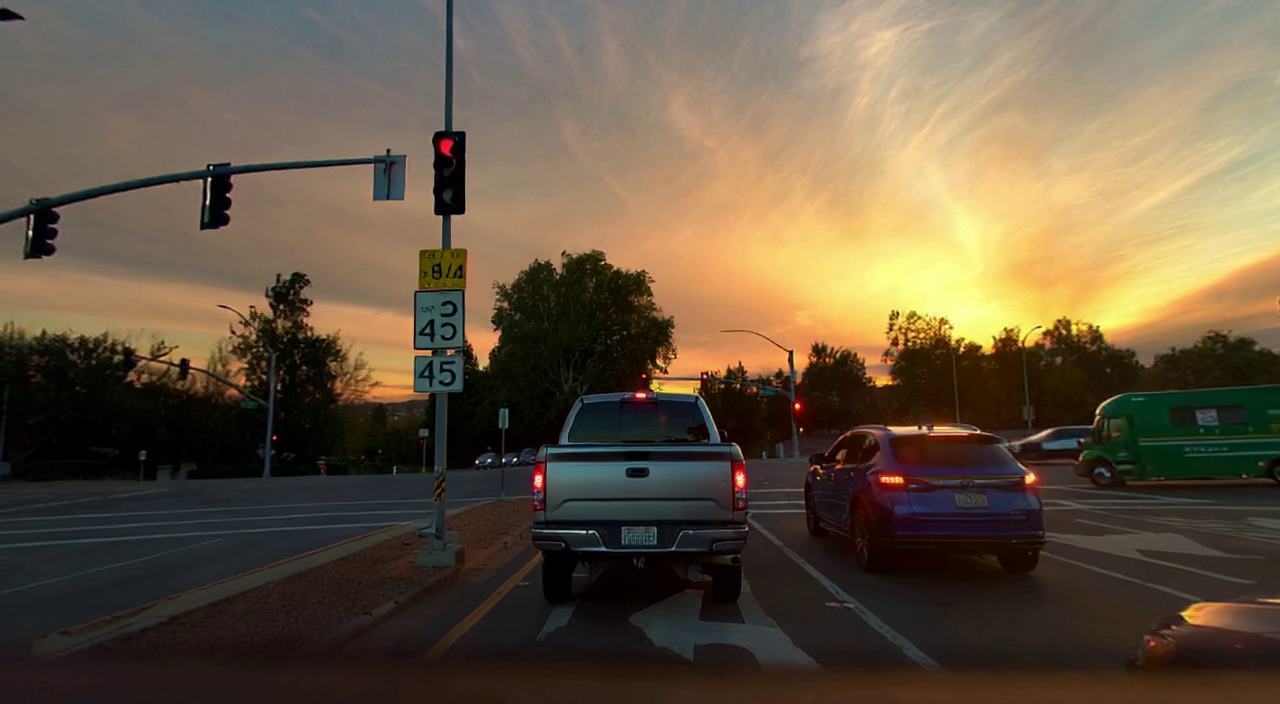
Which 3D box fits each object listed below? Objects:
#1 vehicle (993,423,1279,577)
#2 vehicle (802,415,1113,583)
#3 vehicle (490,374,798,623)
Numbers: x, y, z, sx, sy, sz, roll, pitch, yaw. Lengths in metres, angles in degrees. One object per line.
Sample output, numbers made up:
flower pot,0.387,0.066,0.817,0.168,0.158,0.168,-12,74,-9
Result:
vehicle,6.858,1.744,8.257,1.973,1.470,4.228,0,-8,0
vehicle,3.598,1.720,8.174,1.981,1.616,4.006,0,-8,1
vehicle,0.069,1.474,7.356,2.326,1.880,4.964,0,-8,1
